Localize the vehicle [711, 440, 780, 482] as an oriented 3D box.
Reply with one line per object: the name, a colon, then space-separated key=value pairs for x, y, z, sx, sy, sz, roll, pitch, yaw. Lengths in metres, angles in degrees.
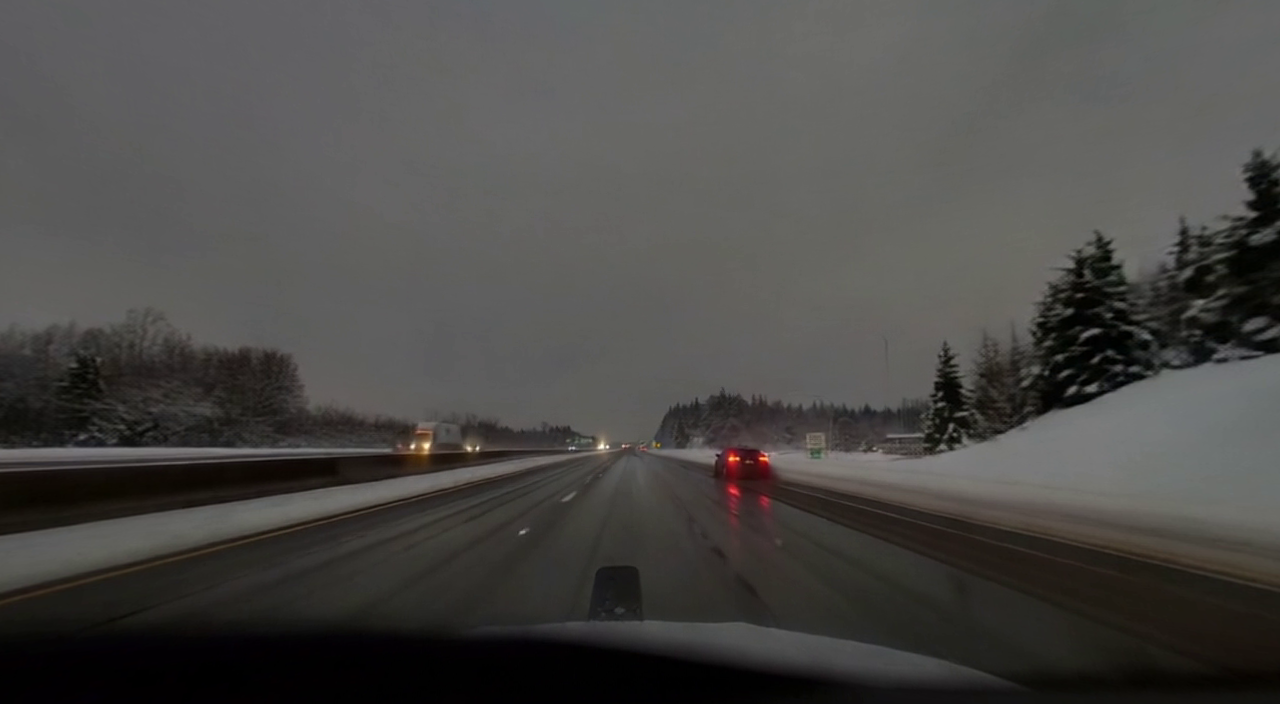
vehicle: x=4.183 y=4.418 z=25.577 sx=1.984 sy=1.540 sz=3.973 roll=0 pitch=-9 yaw=-1
